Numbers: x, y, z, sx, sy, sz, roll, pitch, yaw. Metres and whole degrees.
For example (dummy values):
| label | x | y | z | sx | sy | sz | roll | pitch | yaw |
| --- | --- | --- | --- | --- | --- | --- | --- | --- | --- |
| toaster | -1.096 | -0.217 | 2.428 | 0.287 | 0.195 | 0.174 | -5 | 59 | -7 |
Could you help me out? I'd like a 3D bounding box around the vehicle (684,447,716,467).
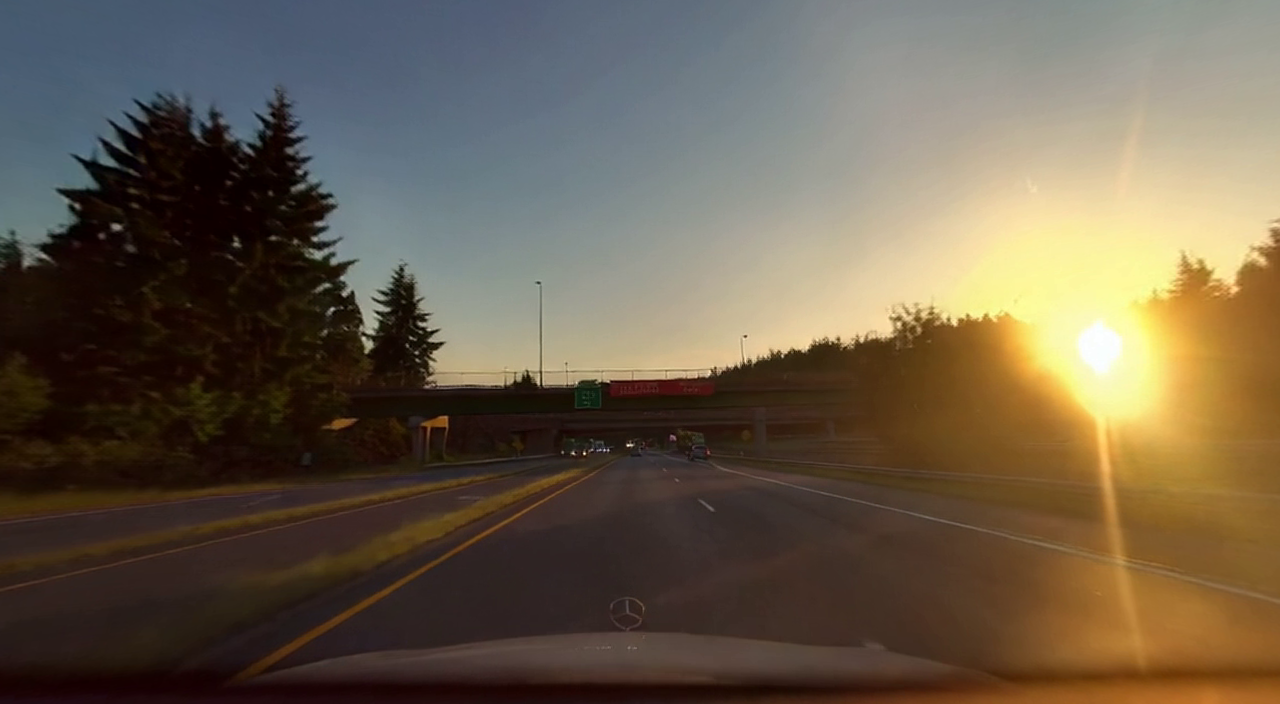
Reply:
| label | x | y | z | sx | sy | sz | roll | pitch | yaw |
| --- | --- | --- | --- | --- | --- | --- | --- | --- | --- |
| vehicle | 4.443 | 7.846 | 47.185 | 1.987 | 1.473 | 4.244 | 0 | -9 | 0 |
